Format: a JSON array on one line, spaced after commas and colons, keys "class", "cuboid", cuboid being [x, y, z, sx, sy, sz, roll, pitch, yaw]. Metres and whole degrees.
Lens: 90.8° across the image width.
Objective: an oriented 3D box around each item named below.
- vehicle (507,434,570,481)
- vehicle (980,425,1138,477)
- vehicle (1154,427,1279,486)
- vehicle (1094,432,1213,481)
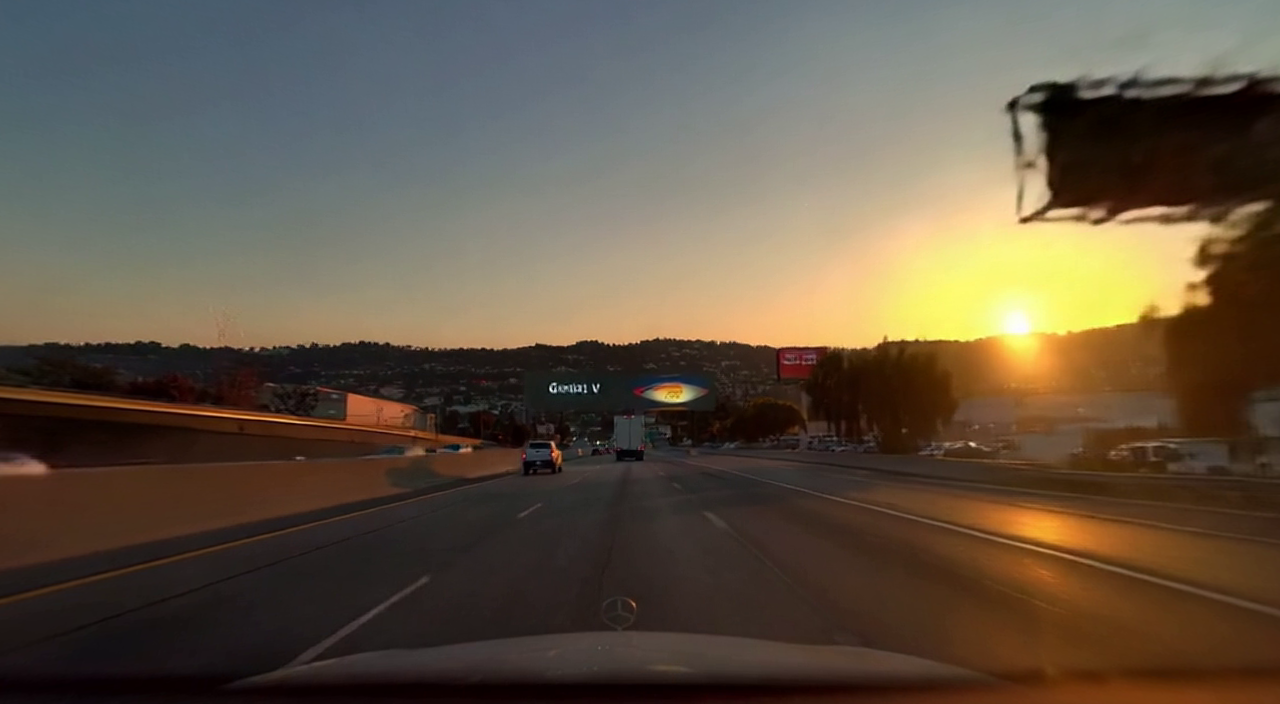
[{"class": "vehicle", "cuboid": [-4.474, 4.712, 28.540, 2.095, 1.930, 4.680, 0, -8, 0]}, {"class": "vehicle", "cuboid": [29.479, 7.024, 45.299, 3.185, 3.246, 9.903, 1, -8, -11]}, {"class": "vehicle", "cuboid": [31.730, 5.623, 34.484, 6.081, 2.952, 2.754, 3, -8, -21]}, {"class": "vehicle", "cuboid": [30.505, 6.172, 37.579, 5.652, 2.685, 2.596, 2, -9, -18]}]
